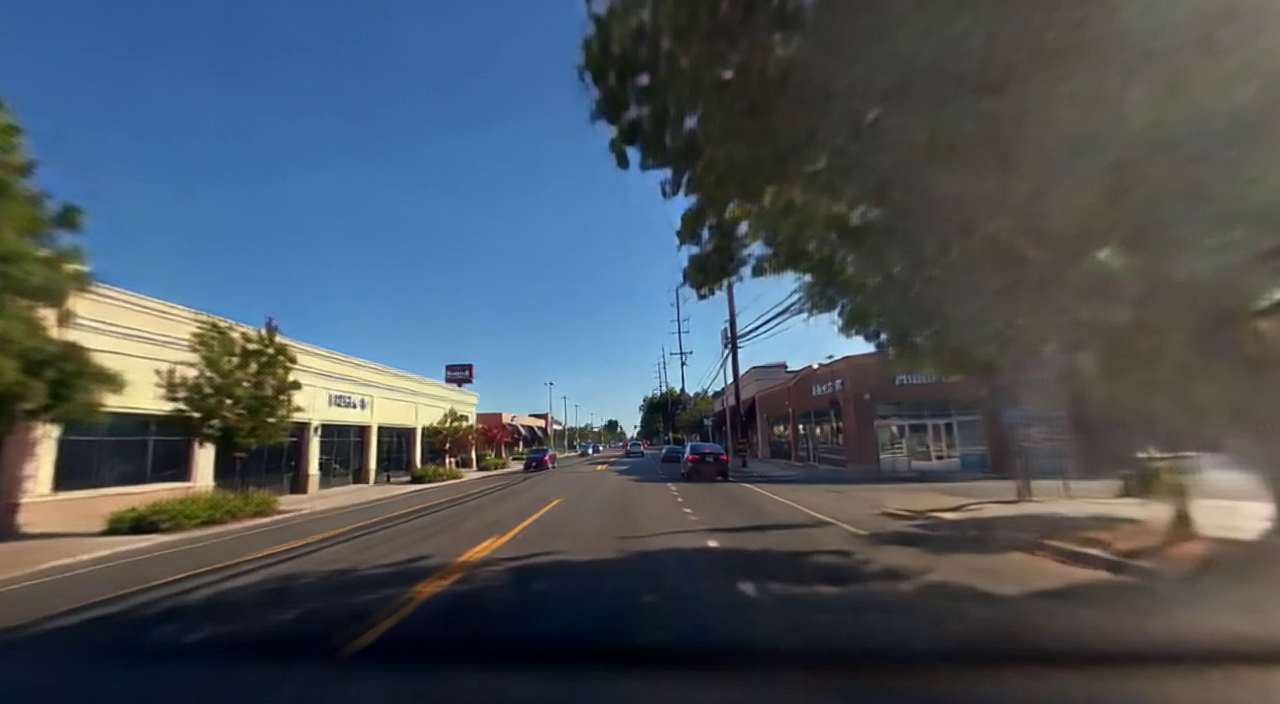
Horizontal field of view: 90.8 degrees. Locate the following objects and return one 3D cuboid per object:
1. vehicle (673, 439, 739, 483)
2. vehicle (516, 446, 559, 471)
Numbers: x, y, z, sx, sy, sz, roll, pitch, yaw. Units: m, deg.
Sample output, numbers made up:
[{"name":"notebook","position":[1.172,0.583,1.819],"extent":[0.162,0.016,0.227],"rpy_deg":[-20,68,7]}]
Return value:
[{"name":"vehicle","position":[2.360,4.018,23.588],"extent":[1.975,1.497,3.647],"rpy_deg":[0,-9,-2]},{"name":"vehicle","position":[-6.472,6.769,40.385],"extent":[2.069,1.490,4.254],"rpy_deg":[0,-9,0]}]
